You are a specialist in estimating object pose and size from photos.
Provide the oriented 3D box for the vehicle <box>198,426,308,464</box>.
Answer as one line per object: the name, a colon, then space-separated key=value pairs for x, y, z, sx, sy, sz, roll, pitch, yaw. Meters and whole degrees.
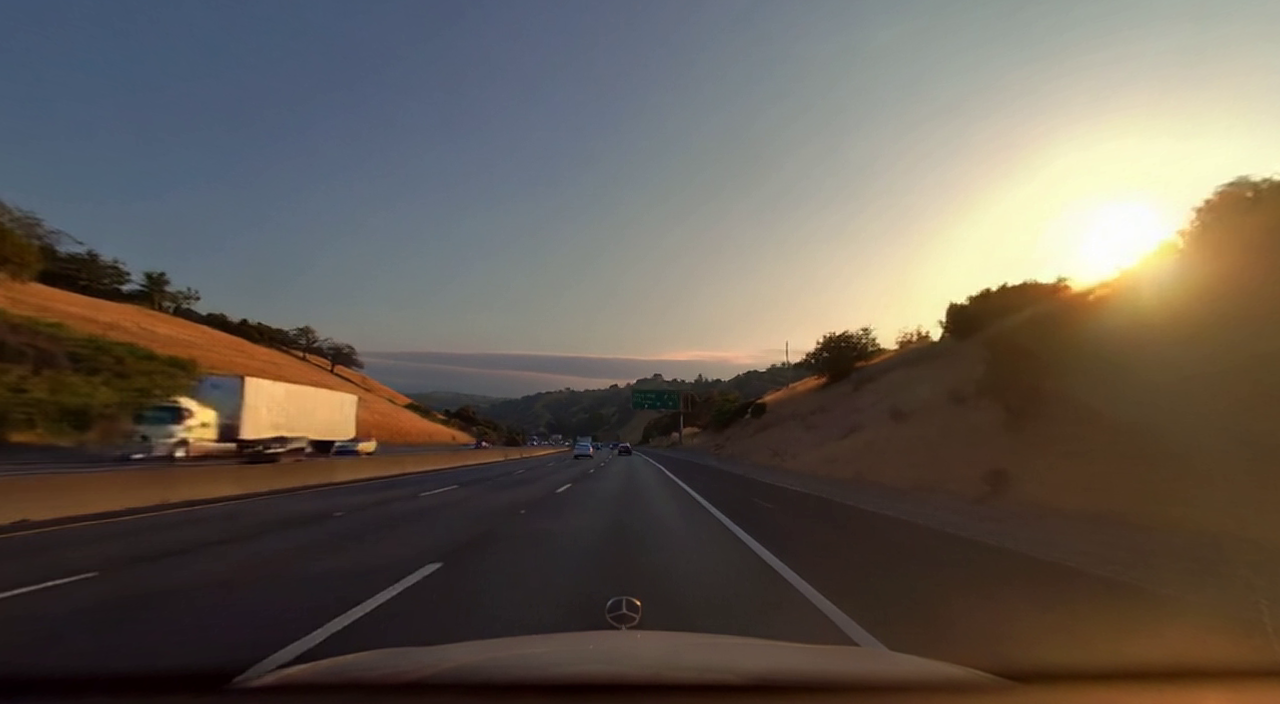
vehicle: x=-16.384 y=3.999 z=27.033 sx=1.890 sy=1.485 sz=4.491 roll=0 pitch=-9 yaw=-1

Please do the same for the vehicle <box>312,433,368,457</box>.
vehicle: x=-19.973 y=6.238 z=42.155 sx=1.881 sy=1.480 sz=3.938 roll=0 pitch=-9 yaw=-1

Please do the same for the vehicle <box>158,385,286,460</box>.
vehicle: x=-23.807 y=4.209 z=36.464 sx=3.000 sy=3.916 sz=6.299 roll=0 pitch=-9 yaw=-1
